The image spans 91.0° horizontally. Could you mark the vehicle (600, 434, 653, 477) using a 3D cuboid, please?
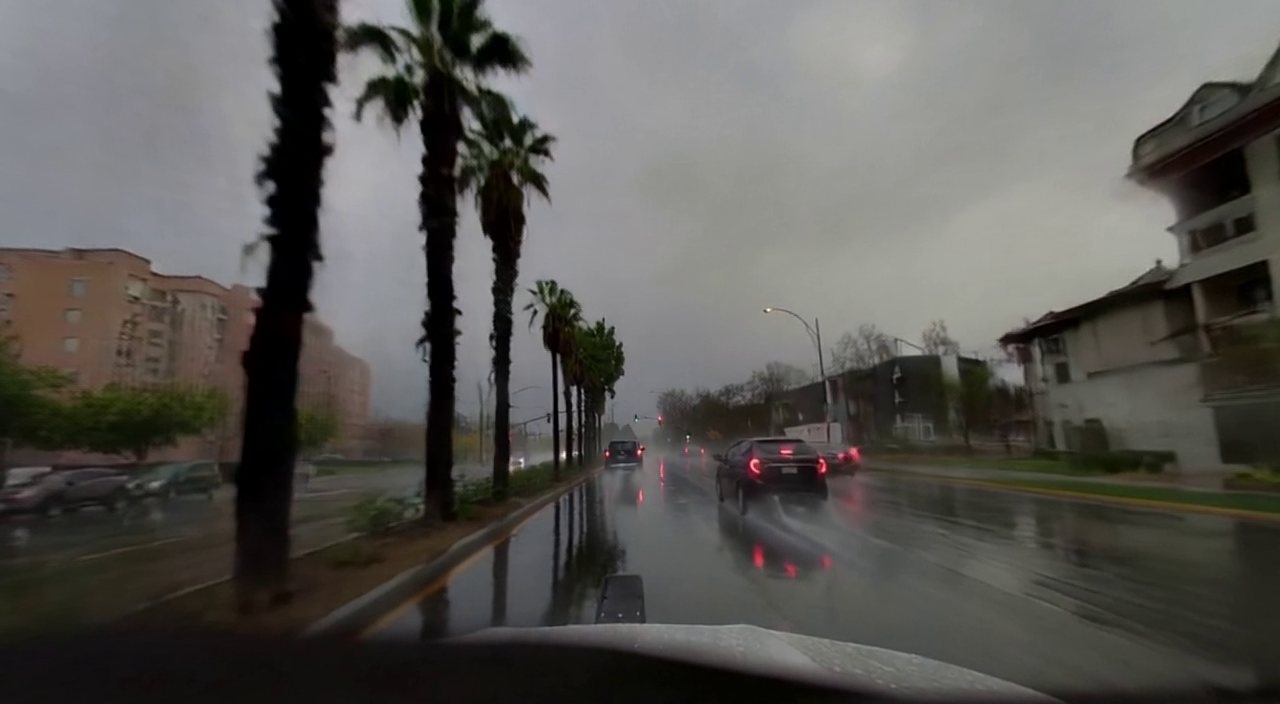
[{"bbox_3d":[-0.601,4.770,29.143,2.277,1.816,4.192,0,-9,-1],"label":"vehicle"}]

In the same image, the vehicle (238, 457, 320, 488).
[{"bbox_3d":[-19.540,6.521,34.302,1.847,1.466,4.530,0,-9,-1],"label":"vehicle"}]

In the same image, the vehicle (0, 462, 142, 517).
[{"bbox_3d":[-19.436,4.507,21.055,1.920,1.505,4.351,0,-9,1],"label":"vehicle"}]

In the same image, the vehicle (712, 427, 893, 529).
[{"bbox_3d":[2.849,2.356,12.358,2.195,1.590,4.668,0,-9,-1],"label":"vehicle"}]

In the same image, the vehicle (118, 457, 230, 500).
[{"bbox_3d":[-19.707,5.321,26.844,1.753,1.600,4.040,0,-9,-2],"label":"vehicle"}]
